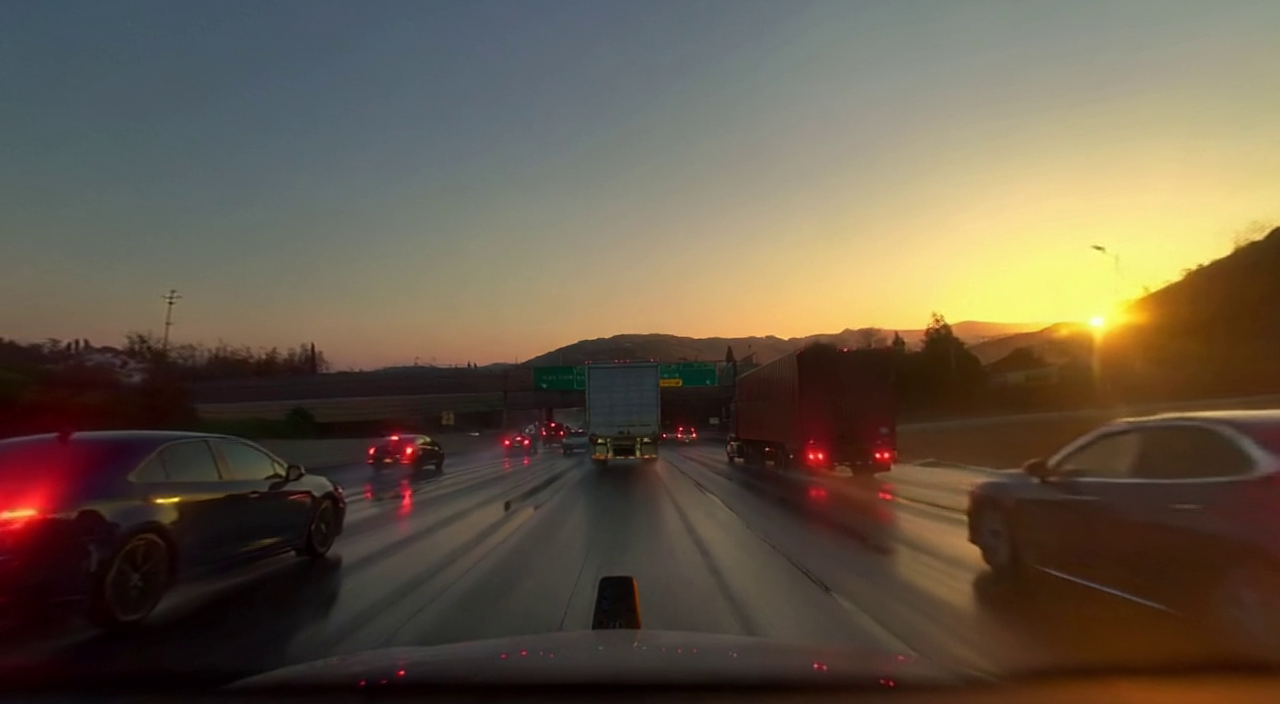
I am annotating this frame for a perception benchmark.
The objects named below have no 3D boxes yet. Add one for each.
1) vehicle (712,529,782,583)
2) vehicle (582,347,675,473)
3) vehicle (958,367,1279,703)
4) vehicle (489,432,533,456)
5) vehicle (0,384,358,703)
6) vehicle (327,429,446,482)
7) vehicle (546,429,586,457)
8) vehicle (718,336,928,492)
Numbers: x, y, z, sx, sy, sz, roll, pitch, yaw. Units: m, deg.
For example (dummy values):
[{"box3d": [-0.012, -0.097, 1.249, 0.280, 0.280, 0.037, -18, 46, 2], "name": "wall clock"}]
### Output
[{"box3d": [5.092, 9.834, 30.462, 2.835, 2.000, 2.696, 0, -7, -2], "name": "vehicle"}, {"box3d": [-0.495, 2.486, 25.080, 2.938, 4.033, 9.980, 0, -8, -2], "name": "vehicle"}, {"box3d": [3.387, 0.844, 2.563, 1.976, 1.513, 4.065, 0, -8, -1], "name": "vehicle"}, {"box3d": [-8.603, 6.168, 42.246, 2.019, 1.471, 4.347, 0, -8, 0], "name": "vehicle"}, {"box3d": [-3.868, 1.129, 4.557, 1.882, 1.493, 3.828, 0, -8, -1], "name": "vehicle"}, {"box3d": [-7.805, 3.203, 19.882, 1.909, 1.479, 4.425, 0, -8, 0], "name": "vehicle"}, {"box3d": [-4.540, 5.624, 39.066, 1.986, 1.612, 4.155, 0, -8, 0], "name": "vehicle"}, {"box3d": [5.501, 2.502, 22.967, 2.863, 3.936, 14.058, 0, -8, -3], "name": "vehicle"}]
